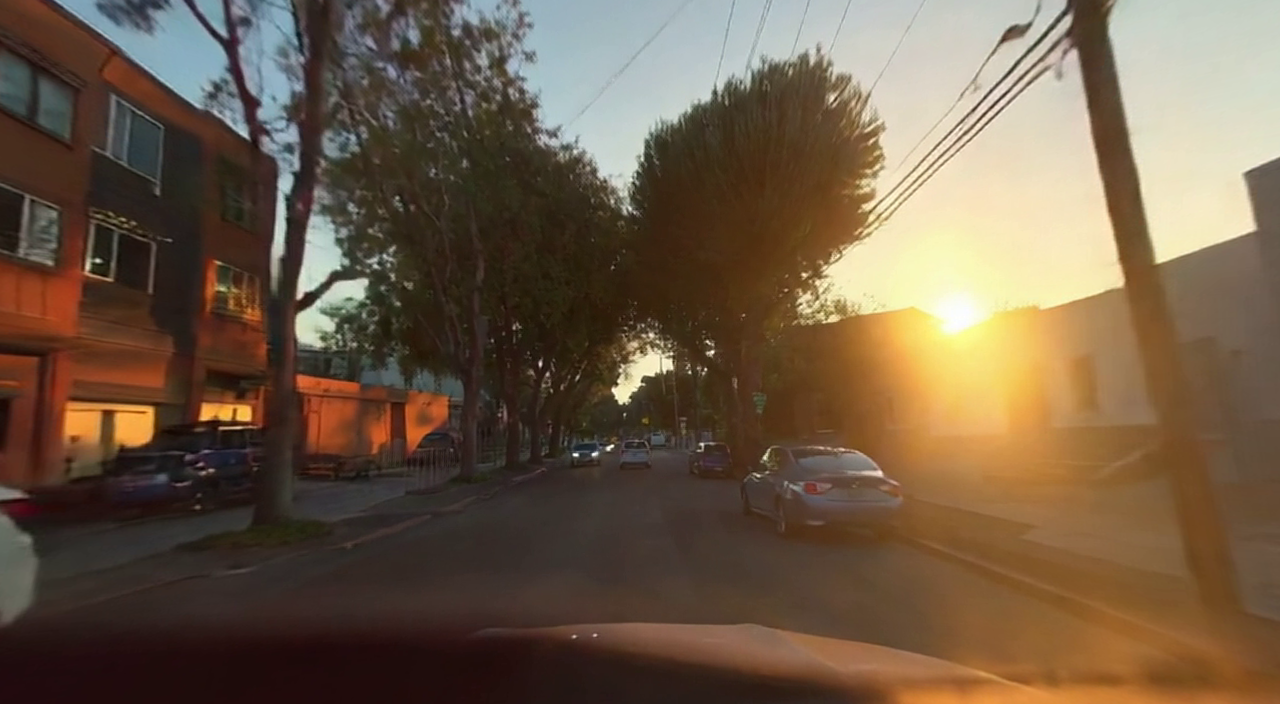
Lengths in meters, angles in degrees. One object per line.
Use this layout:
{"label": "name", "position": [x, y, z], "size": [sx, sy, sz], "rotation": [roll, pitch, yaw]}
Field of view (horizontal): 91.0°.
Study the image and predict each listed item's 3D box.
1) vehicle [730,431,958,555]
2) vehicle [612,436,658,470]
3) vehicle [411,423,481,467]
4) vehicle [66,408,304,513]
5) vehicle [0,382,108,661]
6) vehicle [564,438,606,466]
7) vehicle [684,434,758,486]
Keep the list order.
{"label": "vehicle", "position": [2.836, 2.057, 9.959], "size": [2.086, 1.498, 4.280], "rotation": [1, -8, -1]}
{"label": "vehicle", "position": [-0.268, 4.841, 30.327], "size": [2.095, 1.510, 3.605], "rotation": [0, -8, -1]}
{"label": "vehicle", "position": [-8.902, 4.255, 29.320], "size": [2.010, 1.747, 4.266], "rotation": [0, -5, -1]}
{"label": "vehicle", "position": [-8.701, 2.001, 12.573], "size": [1.845, 1.687, 4.009], "rotation": [0, -4, -2]}
{"label": "vehicle", "position": [-4.540, 0.863, 2.374], "size": [1.911, 1.573, 3.637], "rotation": [2, -4, -1]}
{"label": "vehicle", "position": [-3.002, 5.602, 35.452], "size": [1.955, 1.463, 4.323], "rotation": [0, -8, 0]}
{"label": "vehicle", "position": [2.602, 3.589, 21.204], "size": [1.861, 1.558, 3.823], "rotation": [1, -8, -2]}
